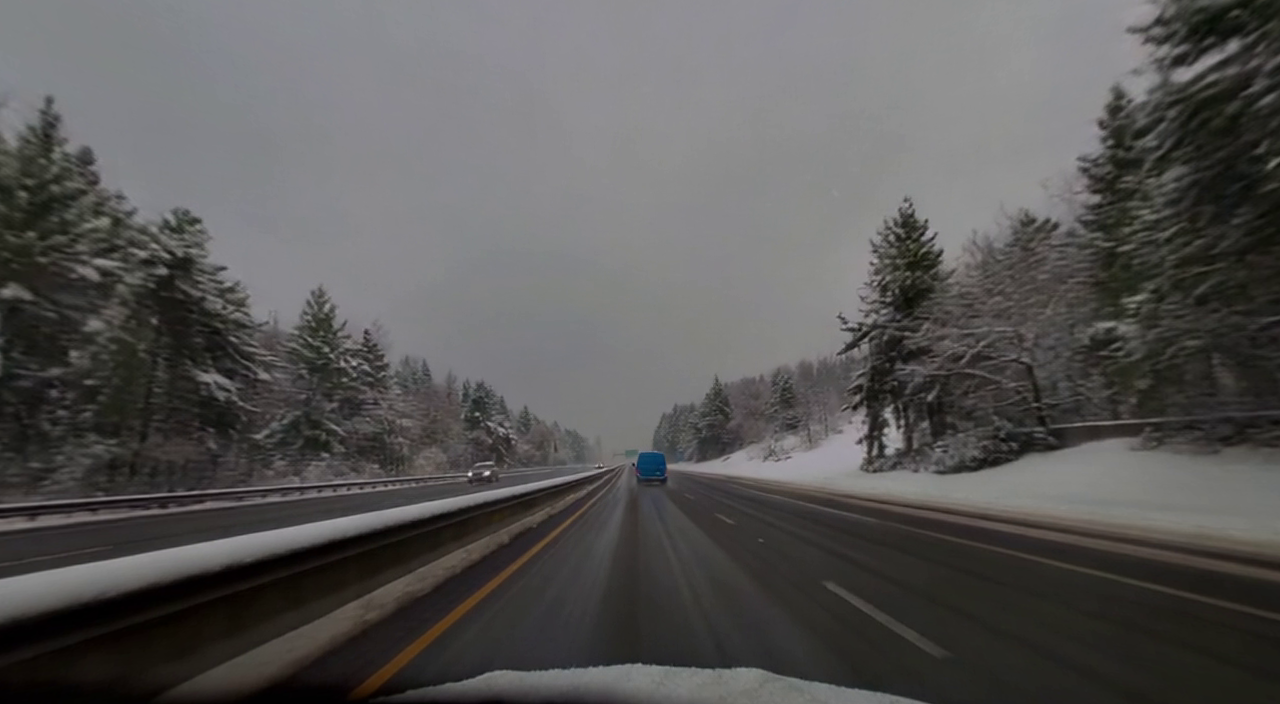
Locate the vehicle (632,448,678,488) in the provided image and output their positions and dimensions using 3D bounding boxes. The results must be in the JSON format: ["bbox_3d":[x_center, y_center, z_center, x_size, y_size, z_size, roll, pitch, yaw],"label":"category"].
[{"bbox_3d":[0.802,6.792,36.843,2.429,2.167,4.558,1,-11,-2],"label":"vehicle"}]

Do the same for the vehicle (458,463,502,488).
[{"bbox_3d":[-11.923,9.217,47.260,2.023,1.743,4.528,1,-11,0],"label":"vehicle"}]
